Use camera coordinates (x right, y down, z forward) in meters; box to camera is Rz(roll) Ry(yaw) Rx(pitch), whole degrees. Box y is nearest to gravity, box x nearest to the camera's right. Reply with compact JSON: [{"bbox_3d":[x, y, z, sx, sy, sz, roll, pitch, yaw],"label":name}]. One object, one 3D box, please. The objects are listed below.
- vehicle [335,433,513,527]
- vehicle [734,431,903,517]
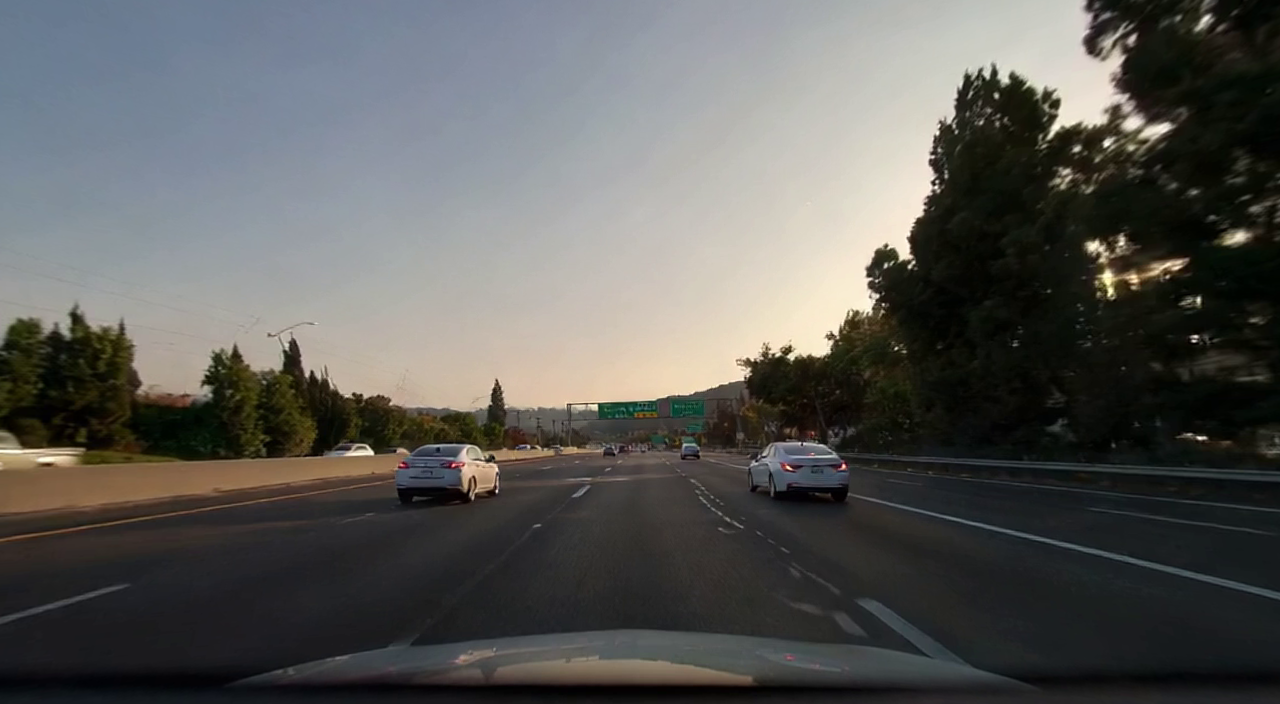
[{"bbox_3d":[-3.941,2.387,12.399,1.939,1.508,4.272,0,-8,1],"label":"vehicle"},{"bbox_3d":[3.523,2.521,13.670,2.164,1.507,4.914,0,-8,-1],"label":"vehicle"}]
